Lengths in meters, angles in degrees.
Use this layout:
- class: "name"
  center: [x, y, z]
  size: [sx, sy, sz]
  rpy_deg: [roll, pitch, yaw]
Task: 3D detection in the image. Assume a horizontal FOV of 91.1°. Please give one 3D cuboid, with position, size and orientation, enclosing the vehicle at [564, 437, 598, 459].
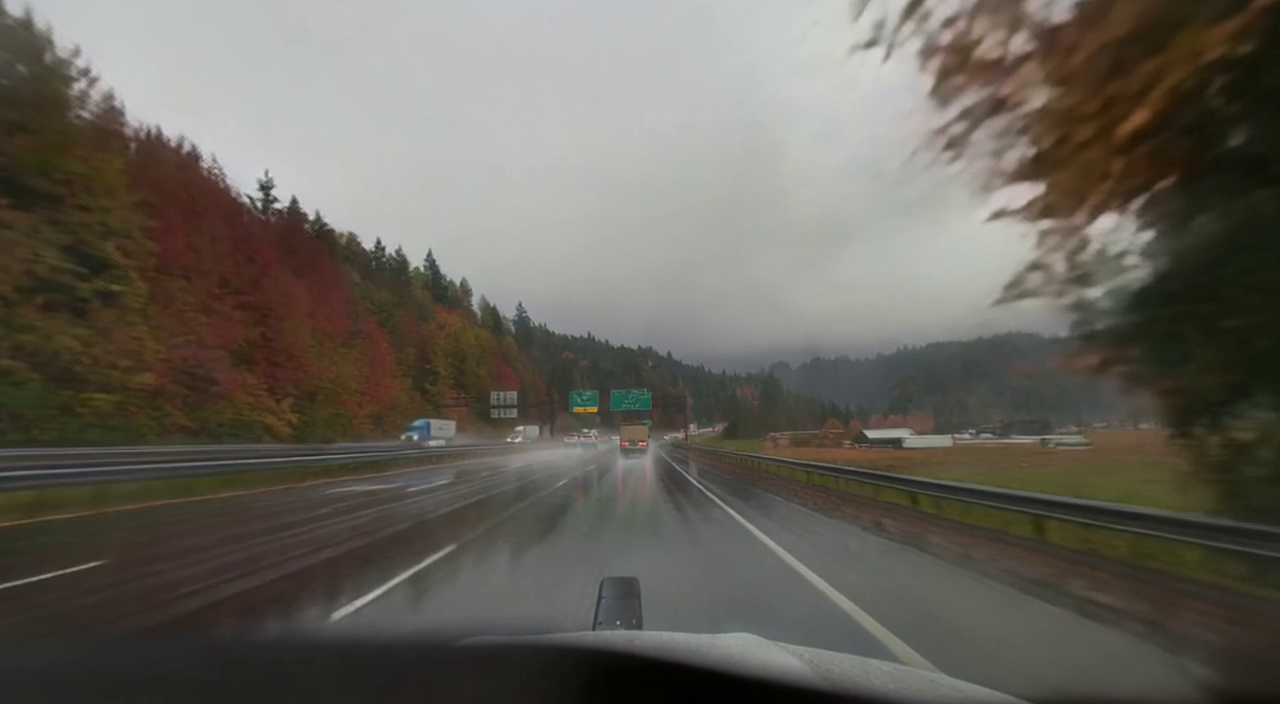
- class: "vehicle"
  center: [-4.258, 6.974, 45.985]
  size: [2.004, 1.497, 4.260]
  rpy_deg: [0, -8, 1]
